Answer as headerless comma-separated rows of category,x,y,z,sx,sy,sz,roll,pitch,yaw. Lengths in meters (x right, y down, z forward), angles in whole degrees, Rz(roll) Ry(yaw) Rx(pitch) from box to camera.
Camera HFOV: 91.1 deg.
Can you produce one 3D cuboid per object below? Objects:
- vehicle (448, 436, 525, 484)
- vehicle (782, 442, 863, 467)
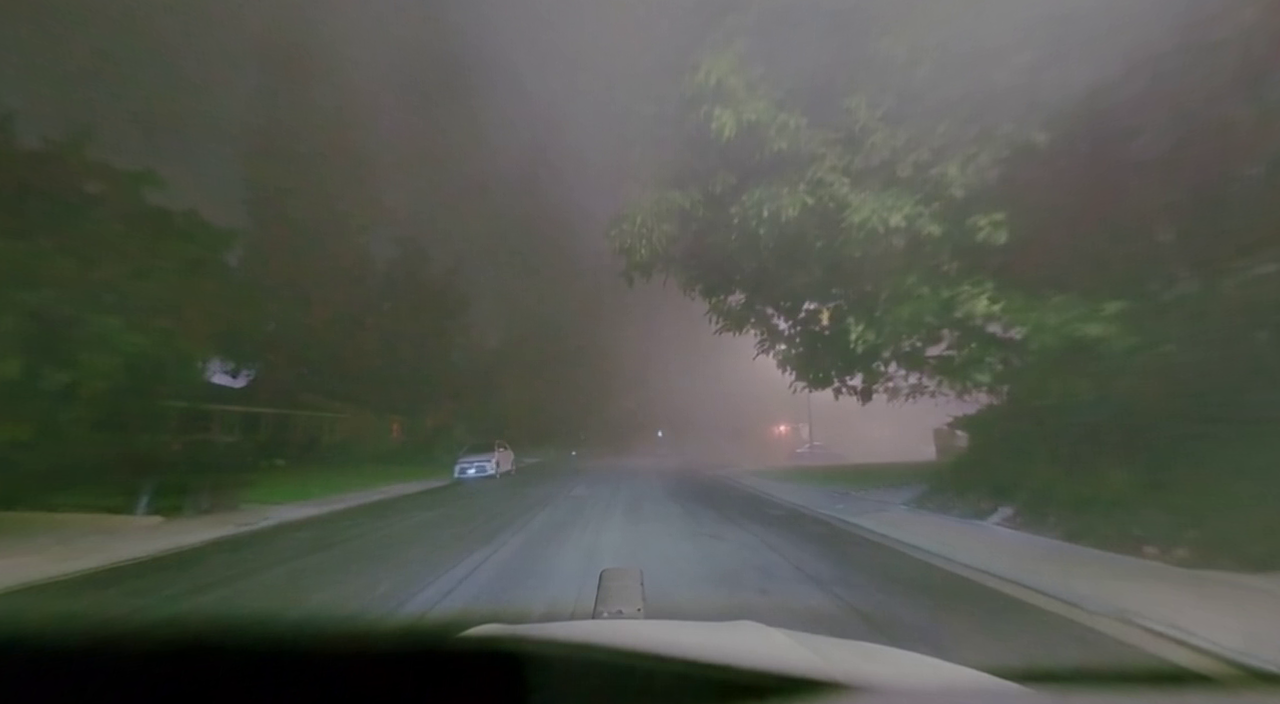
vehicle,-6.119,4.343,25.588,1.998,1.742,4.210,0,-8,1
vehicle,12.160,6.832,42.002,4.708,1.527,2.113,0,-8,-9
